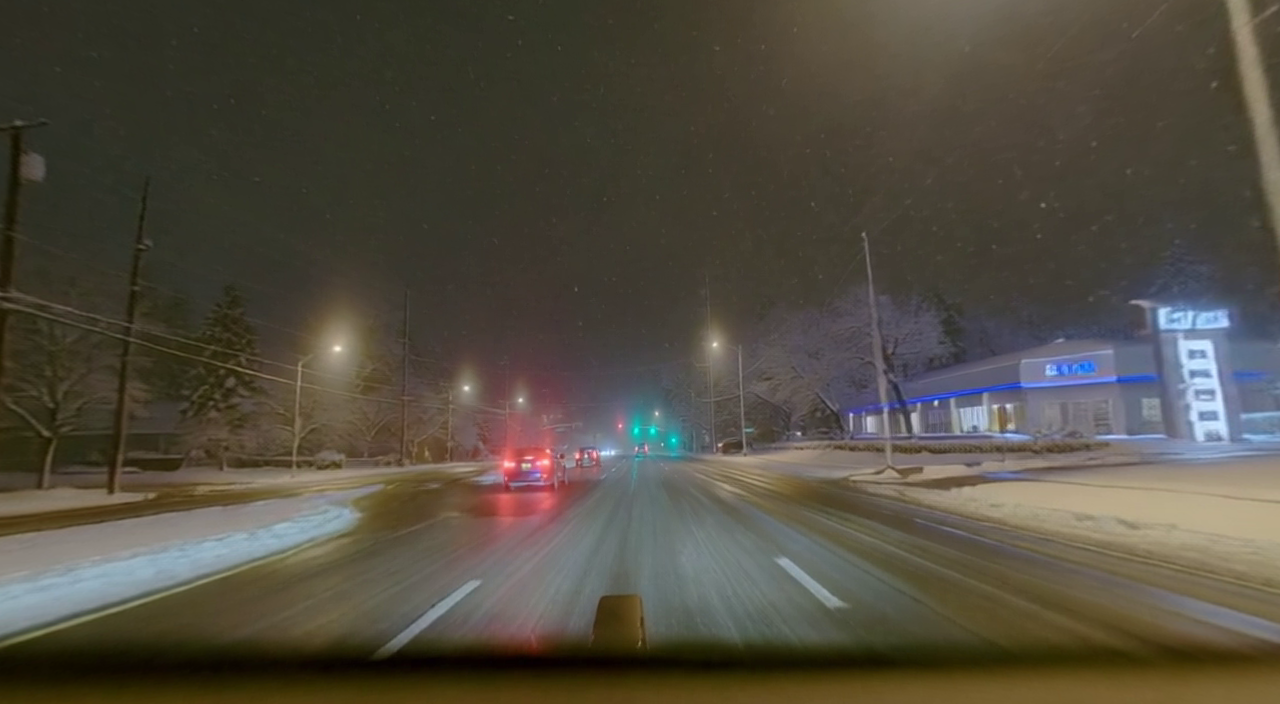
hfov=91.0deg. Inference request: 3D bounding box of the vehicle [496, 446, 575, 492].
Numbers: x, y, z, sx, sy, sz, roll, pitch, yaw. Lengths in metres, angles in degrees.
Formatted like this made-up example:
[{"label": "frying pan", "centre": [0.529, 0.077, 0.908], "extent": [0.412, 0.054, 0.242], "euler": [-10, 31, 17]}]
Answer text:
[{"label": "vehicle", "centre": [-3.593, 4.104, 22.567], "extent": [2.076, 1.444, 4.328], "euler": [-1, -8, 0]}]
